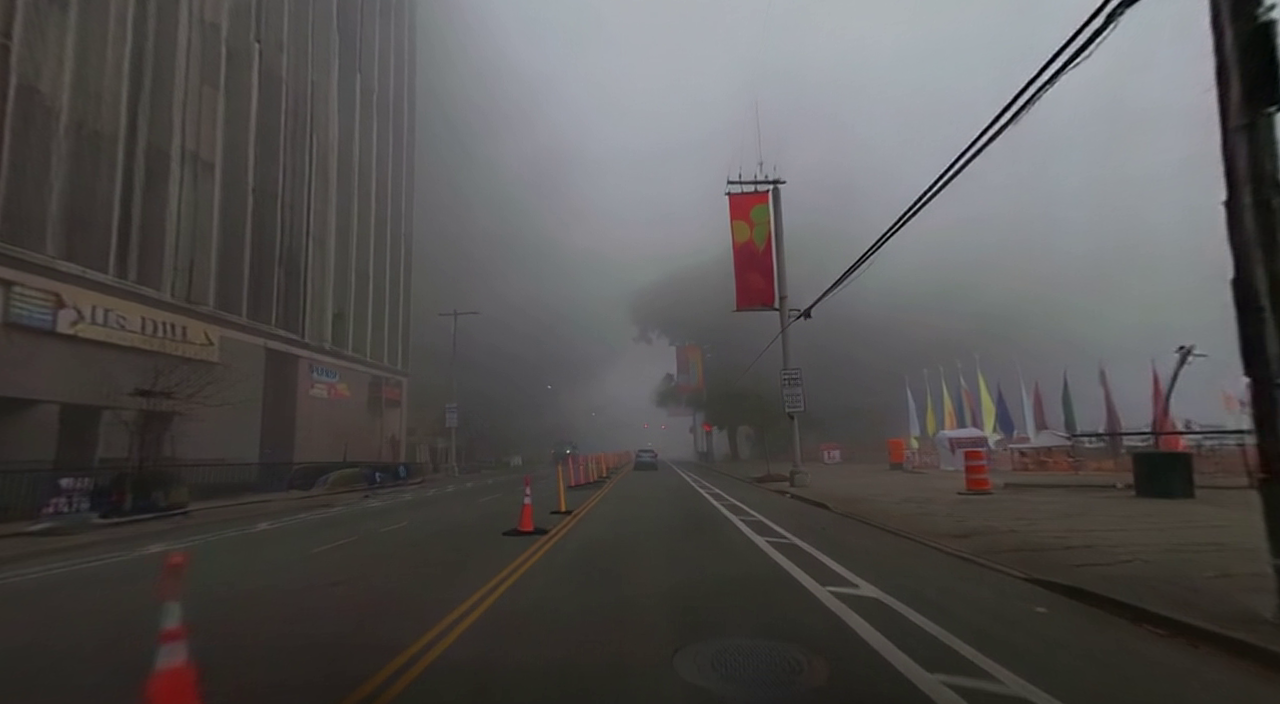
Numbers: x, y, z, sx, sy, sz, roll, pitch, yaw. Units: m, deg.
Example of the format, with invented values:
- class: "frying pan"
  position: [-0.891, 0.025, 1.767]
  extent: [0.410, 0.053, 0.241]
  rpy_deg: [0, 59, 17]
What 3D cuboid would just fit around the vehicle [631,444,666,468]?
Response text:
- class: "vehicle"
  position: [0.555, 7.040, 42.781]
  extent: [2.216, 1.492, 4.725]
  rpy_deg: [0, -8, 1]
